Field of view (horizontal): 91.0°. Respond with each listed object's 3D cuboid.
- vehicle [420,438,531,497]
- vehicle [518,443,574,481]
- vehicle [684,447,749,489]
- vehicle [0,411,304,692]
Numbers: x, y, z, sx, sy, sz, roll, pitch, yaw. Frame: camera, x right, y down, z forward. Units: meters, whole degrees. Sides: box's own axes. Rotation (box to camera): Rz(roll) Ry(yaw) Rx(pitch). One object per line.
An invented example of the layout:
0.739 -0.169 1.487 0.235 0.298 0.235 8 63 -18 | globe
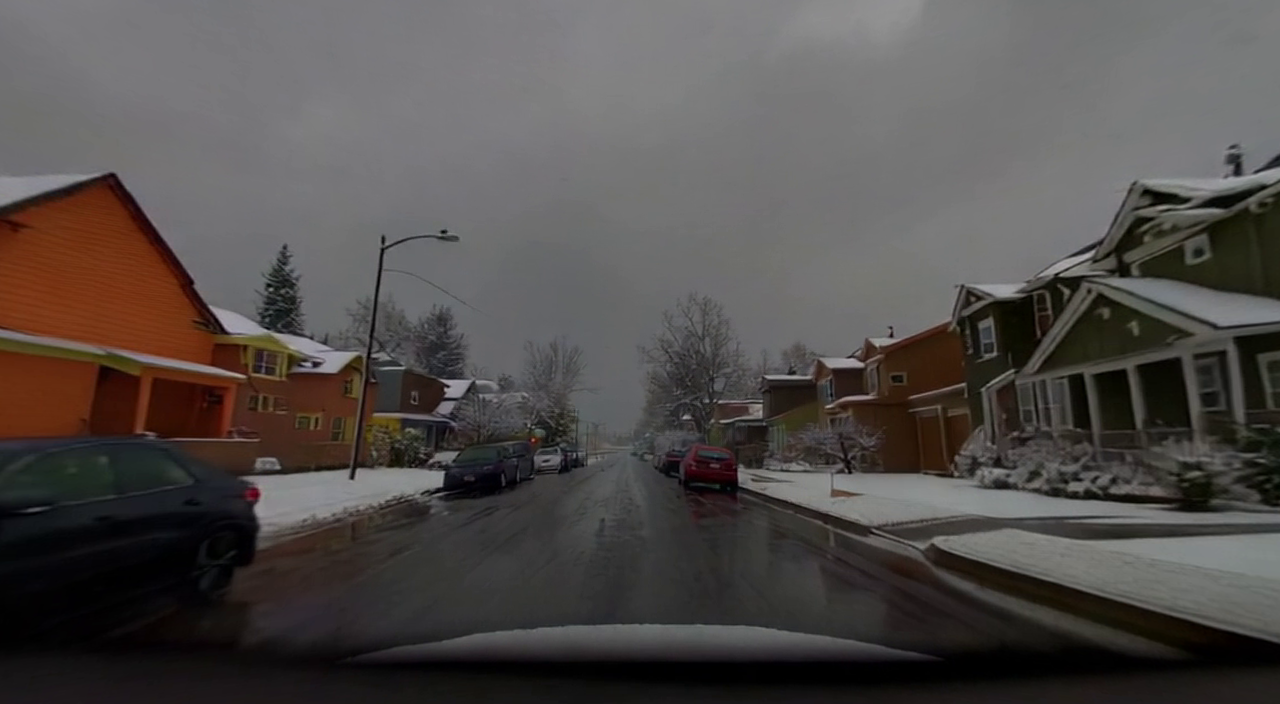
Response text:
-4.601 3.301 18.503 2.020 1.470 5.300 0 -8 -2 | vehicle
-4.410 5.204 30.239 2.089 1.508 4.537 2 -7 -1 | vehicle
2.927 4.541 25.025 1.888 1.484 4.476 0 -8 -1 | vehicle
-4.433 1.139 3.930 2.080 1.471 4.638 1 -9 0 | vehicle
